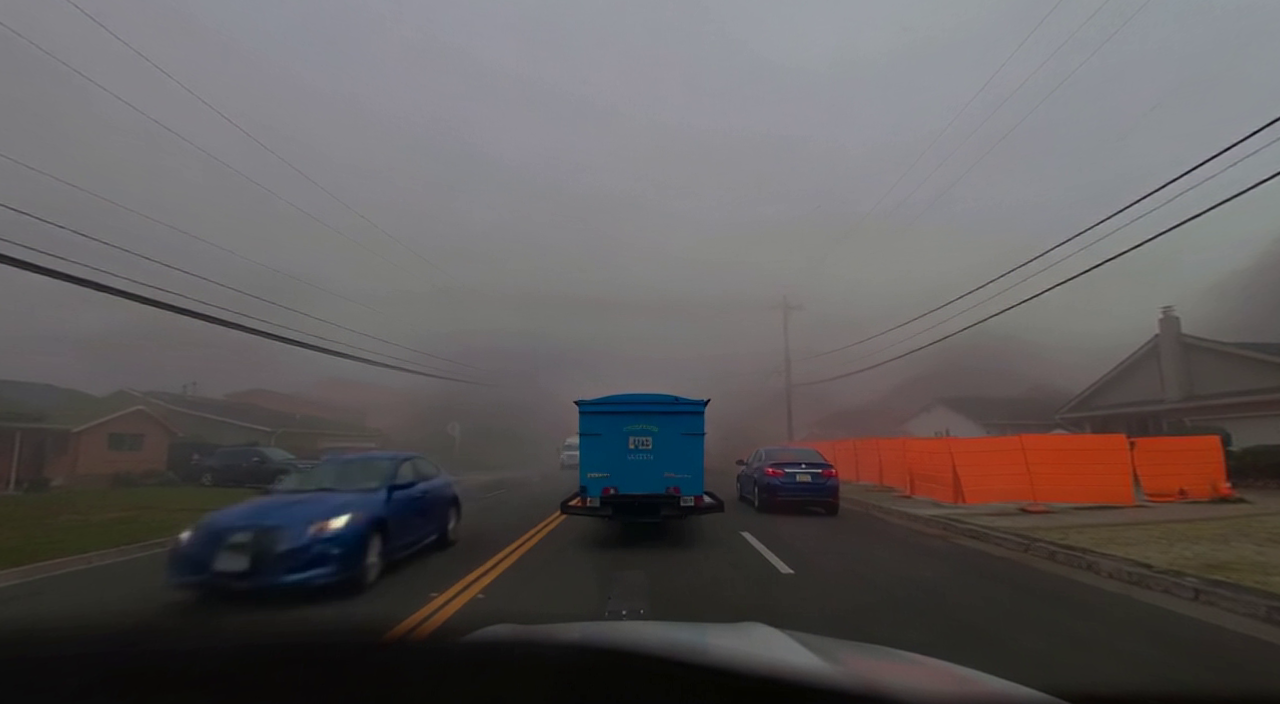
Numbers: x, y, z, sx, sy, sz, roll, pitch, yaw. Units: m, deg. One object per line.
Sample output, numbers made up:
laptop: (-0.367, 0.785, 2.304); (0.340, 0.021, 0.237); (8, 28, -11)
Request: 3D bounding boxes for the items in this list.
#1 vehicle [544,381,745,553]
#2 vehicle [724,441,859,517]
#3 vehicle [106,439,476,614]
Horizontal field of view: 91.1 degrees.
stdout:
vehicle: (0.079, 2.050, 11.902); (2.751, 2.361, 6.347); (0, -9, 0)
vehicle: (3.323, 2.866, 14.793); (2.010, 1.499, 4.481); (0, -9, -1)
vehicle: (-3.711, 1.898, 7.898); (2.010, 1.533, 4.495); (0, -9, 1)
